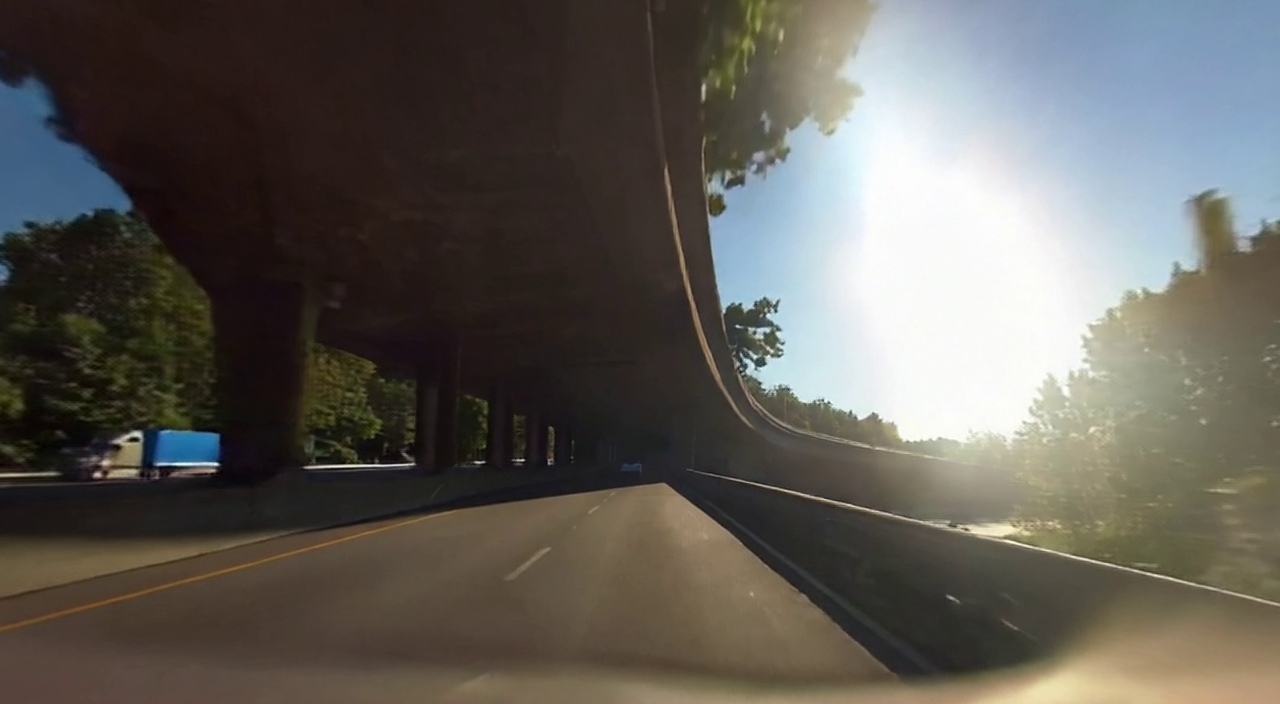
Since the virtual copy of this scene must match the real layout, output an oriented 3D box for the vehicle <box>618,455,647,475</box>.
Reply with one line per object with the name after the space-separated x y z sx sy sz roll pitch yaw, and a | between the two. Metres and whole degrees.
-0.547 8.756 48.923 1.940 1.444 4.024 -1 -9 3 | vehicle
